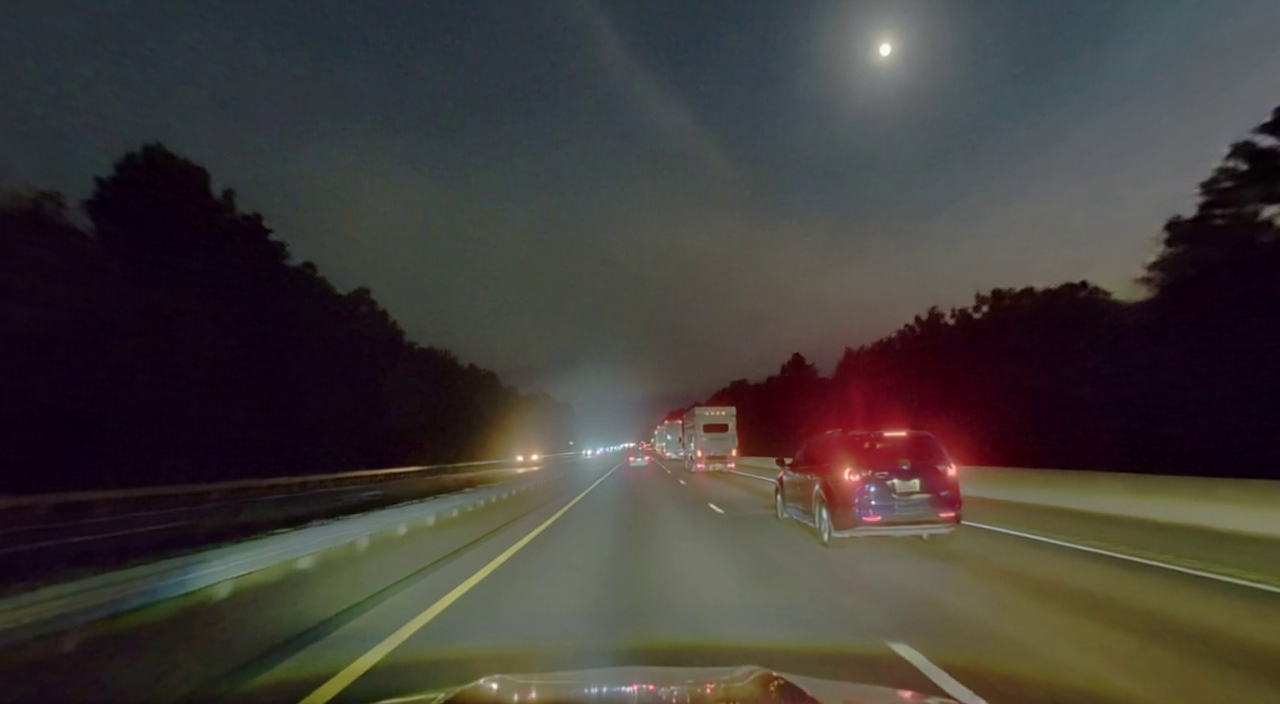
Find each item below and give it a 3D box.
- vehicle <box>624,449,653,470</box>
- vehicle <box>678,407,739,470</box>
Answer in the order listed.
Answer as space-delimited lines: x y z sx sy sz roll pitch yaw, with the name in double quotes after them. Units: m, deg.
-0.105 7.496 44.039 1.926 1.386 3.615 0 -9 0 "vehicle"
4.917 6.759 48.536 2.939 4.129 14.300 0 -9 -1 "vehicle"
